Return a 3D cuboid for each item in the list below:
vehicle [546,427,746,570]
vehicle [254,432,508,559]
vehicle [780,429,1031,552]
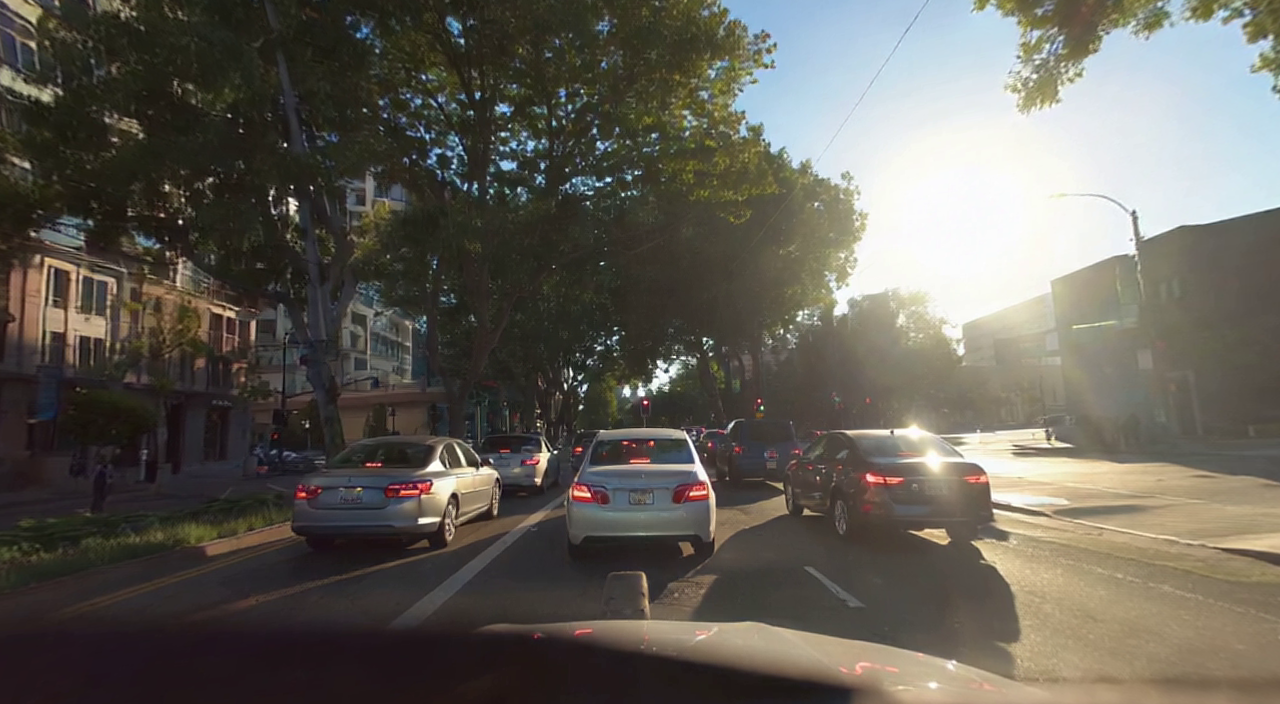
[{"bbox_3d":[0.047,1.839,8.659,2.101,1.480,3.929,0,-8,0],"label":"vehicle"},{"bbox_3d":[-3.463,1.983,9.460,2.002,1.465,4.098,0,-8,1],"label":"vehicle"},{"bbox_3d":[3.779,2.030,10.032,1.990,1.486,4.431,0,-8,-1],"label":"vehicle"}]
